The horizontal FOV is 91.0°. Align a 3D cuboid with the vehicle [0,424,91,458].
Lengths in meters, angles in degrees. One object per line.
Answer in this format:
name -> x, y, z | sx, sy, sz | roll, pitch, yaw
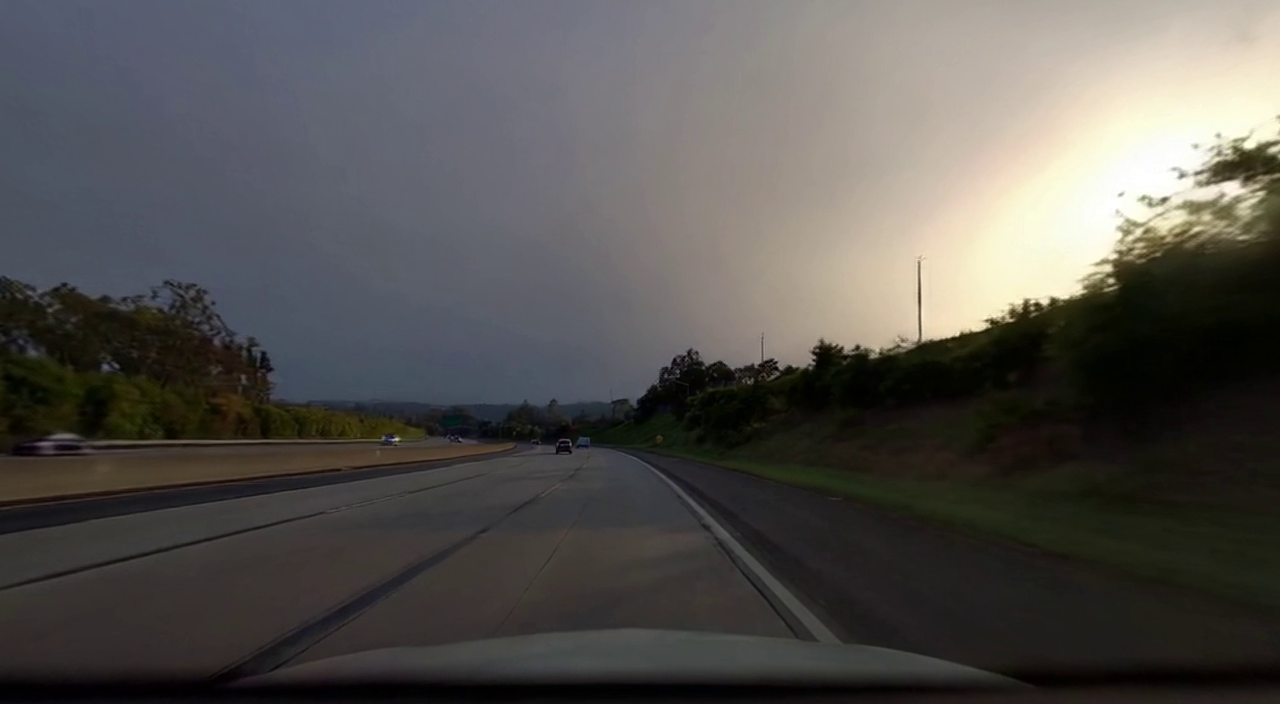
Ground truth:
vehicle -> -32.712, 4.813, 34.005 | 1.924, 1.680, 4.758 | 1, -8, -2
